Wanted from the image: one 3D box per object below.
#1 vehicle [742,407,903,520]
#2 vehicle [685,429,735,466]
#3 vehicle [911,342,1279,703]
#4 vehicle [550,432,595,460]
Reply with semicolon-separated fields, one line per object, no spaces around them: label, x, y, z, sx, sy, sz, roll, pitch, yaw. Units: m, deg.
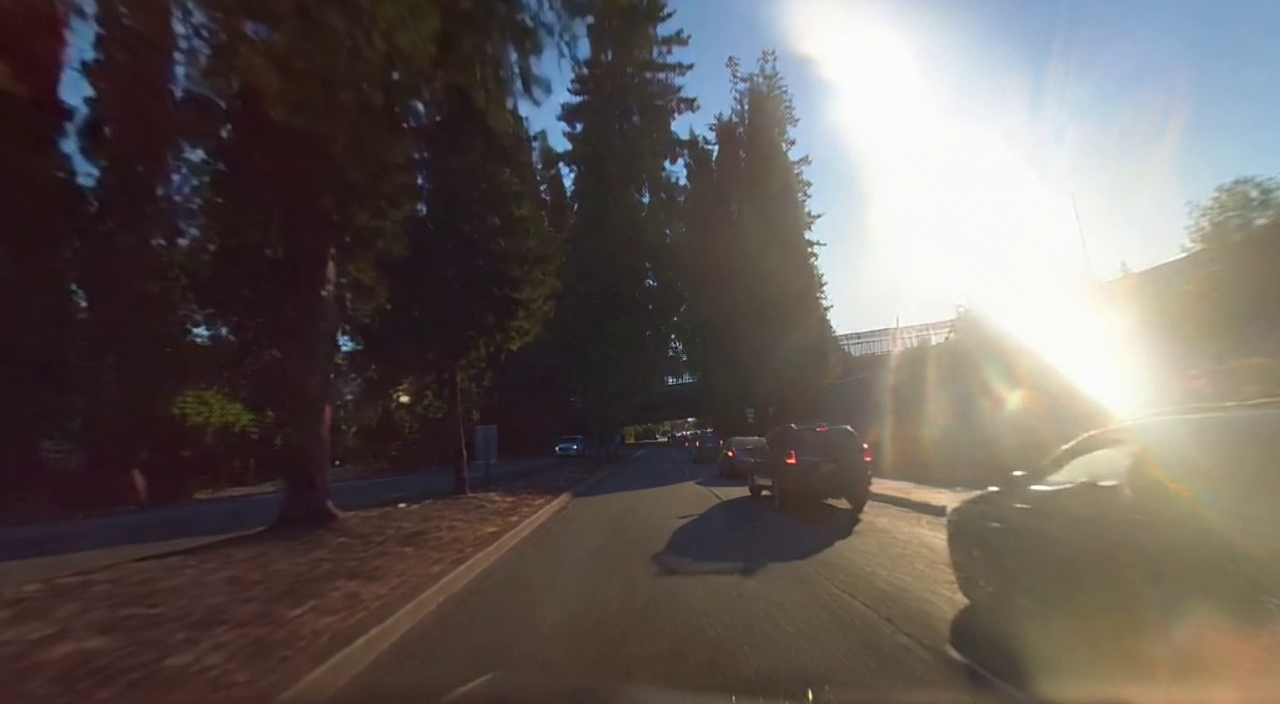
vehicle;3.476;2.220;13.032;1.985;1.895;4.496;-1;-8;0
vehicle;3.900;5.424;36.008;2.273;1.944;4.866;-1;-8;0
vehicle;3.535;0.962;3.614;1.972;1.682;4.397;-1;-8;0
vehicle;-4.769;6.730;45.273;2.089;1.860;4.704;-2;-8;8
